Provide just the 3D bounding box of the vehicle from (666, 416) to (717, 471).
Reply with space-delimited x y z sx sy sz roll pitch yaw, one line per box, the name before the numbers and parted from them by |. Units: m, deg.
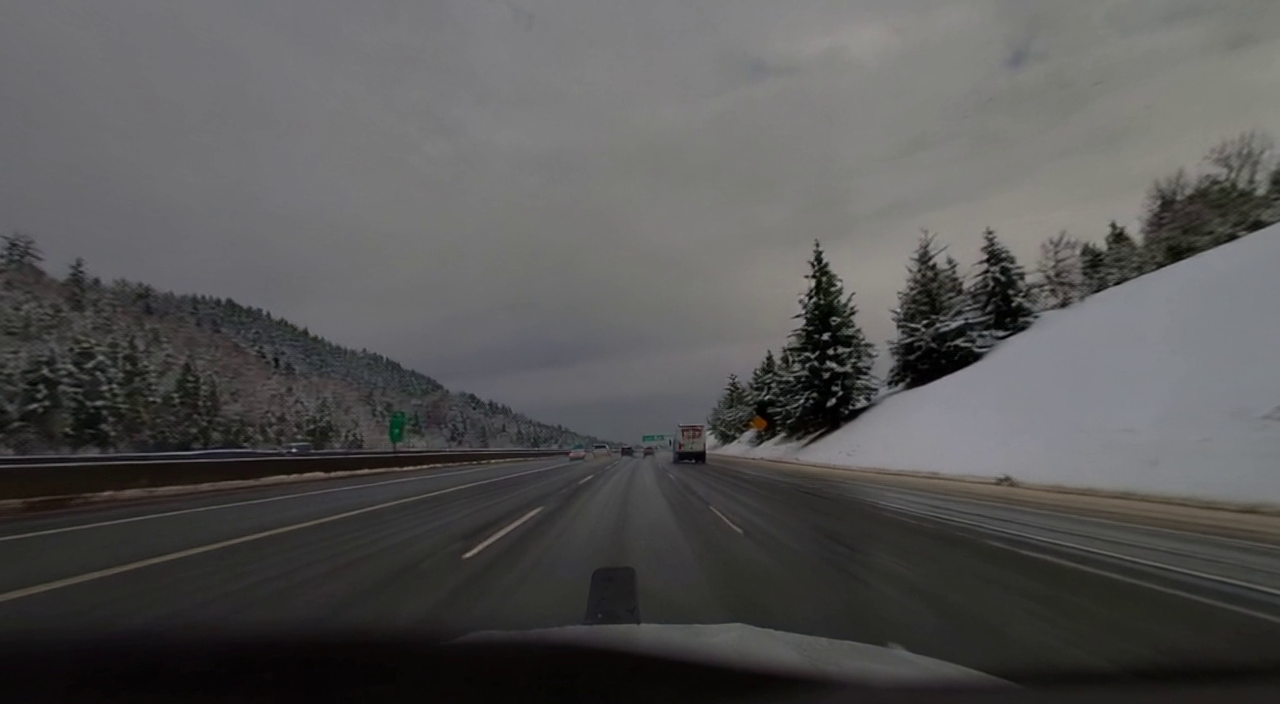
vehicle | 3.264 6.110 41.721 2.795 3.187 7.205 -1 -10 1
